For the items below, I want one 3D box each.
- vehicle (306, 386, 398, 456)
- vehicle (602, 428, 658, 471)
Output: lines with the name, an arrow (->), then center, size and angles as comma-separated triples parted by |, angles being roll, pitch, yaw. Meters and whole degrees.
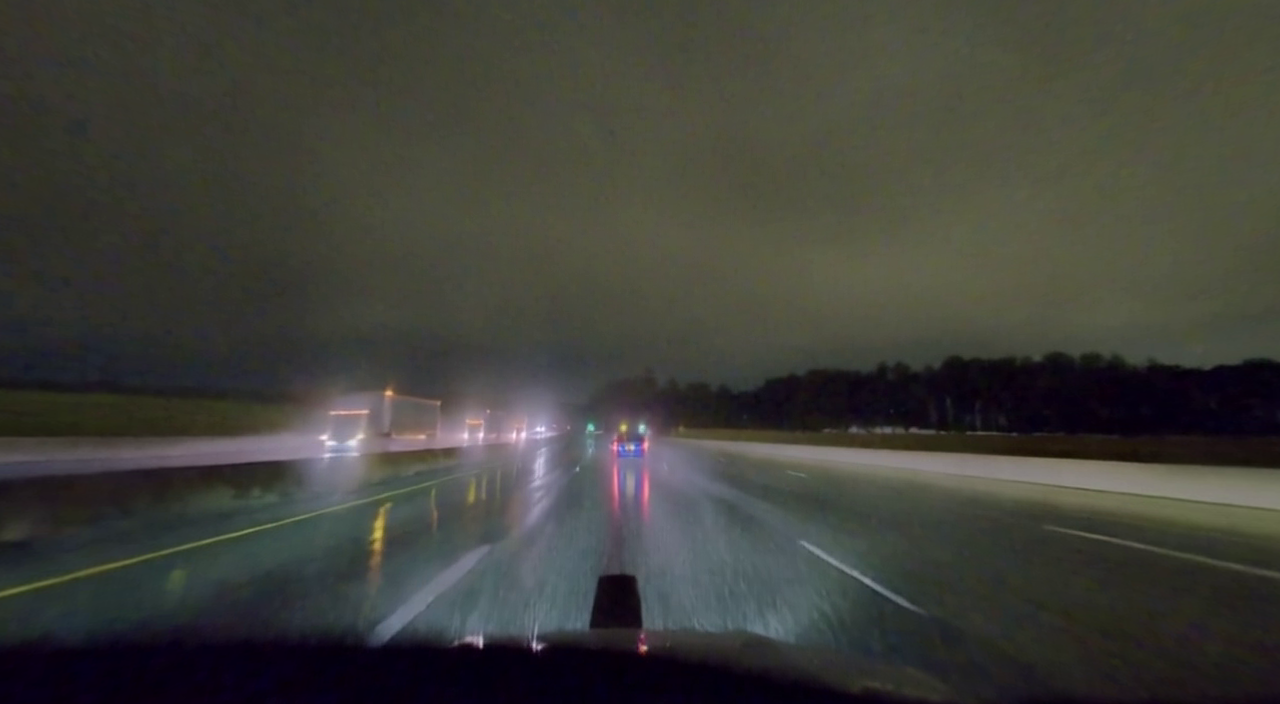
vehicle -> -17.233, 4.232, 38.213 | 3.037, 3.890, 5.820 | 0, -8, -3
vehicle -> -0.513, 3.972, 25.852 | 1.997, 1.589, 4.179 | 0, -8, -5
